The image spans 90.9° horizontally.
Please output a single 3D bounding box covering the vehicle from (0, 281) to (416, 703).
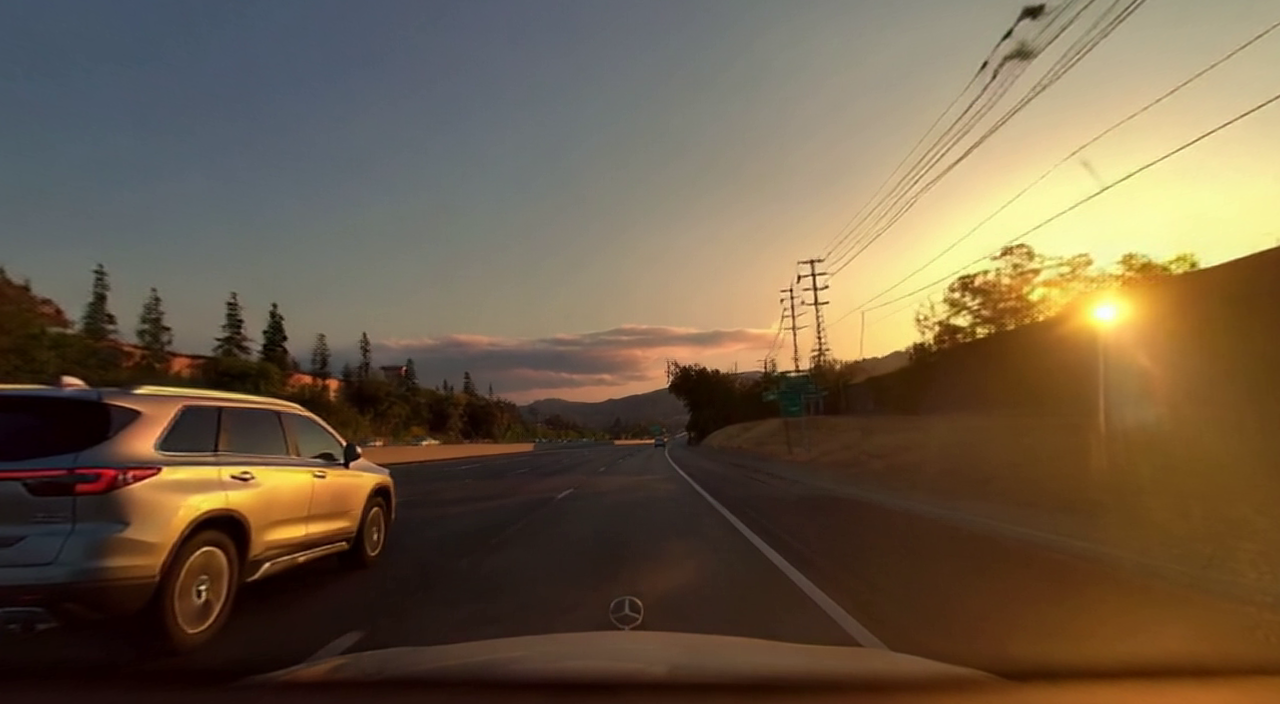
[{"bbox_3d":[-3.752,1.001,4.794,2.136,1.975,5.037,-1,-8,1],"label":"vehicle"}]
